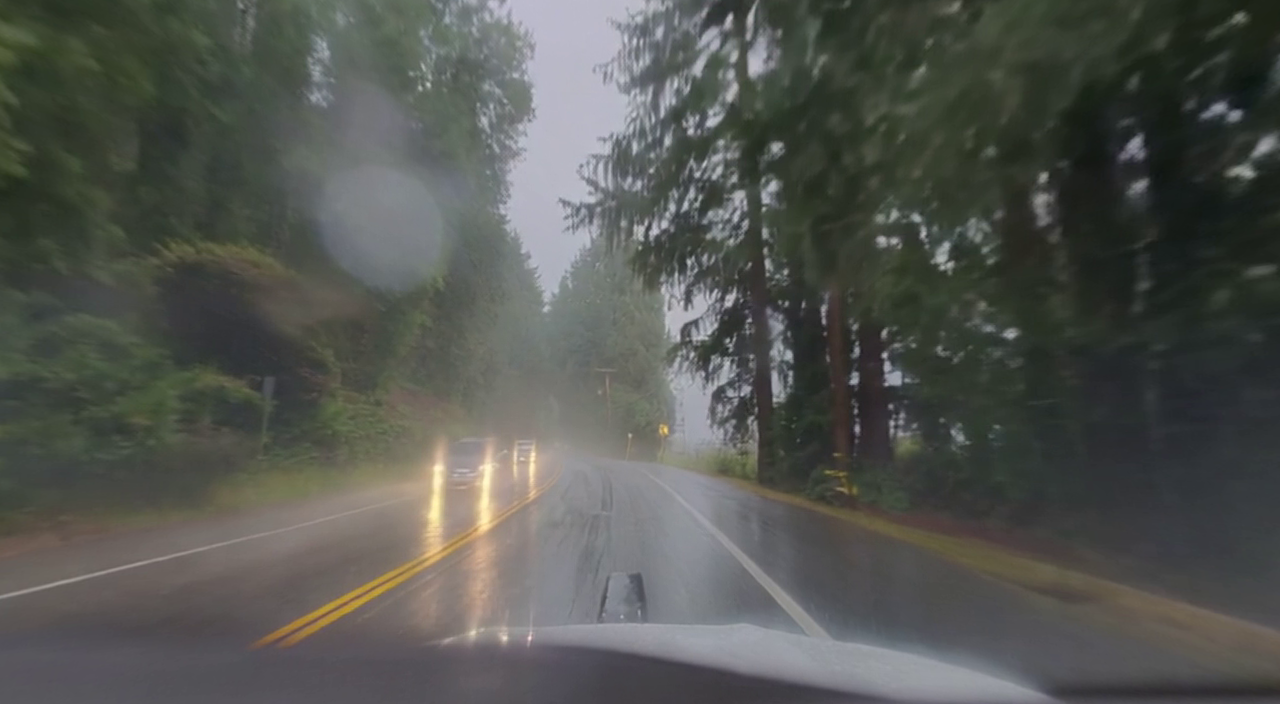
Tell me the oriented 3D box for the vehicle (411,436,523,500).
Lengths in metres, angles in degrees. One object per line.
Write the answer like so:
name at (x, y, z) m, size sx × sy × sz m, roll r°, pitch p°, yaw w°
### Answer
vehicle at (-4.956, 3.392, 18.861) m, size 2.165 × 1.648 × 4.605 m, roll 1°, pitch -9°, yaw -2°
